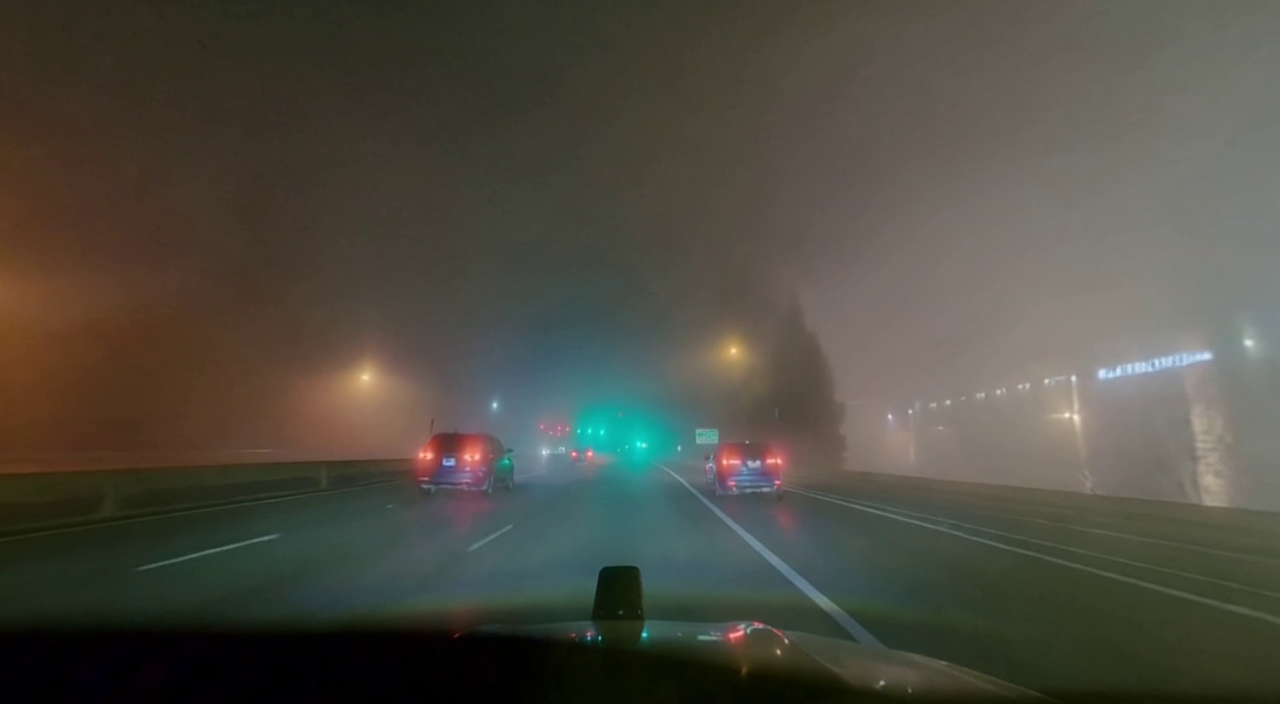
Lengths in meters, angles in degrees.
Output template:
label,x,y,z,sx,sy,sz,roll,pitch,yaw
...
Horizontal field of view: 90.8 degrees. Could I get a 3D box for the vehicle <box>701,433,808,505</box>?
label,x,y,z,sx,sy,sz,roll,pitch,yaw
vehicle,2.919,3.074,17.123,1.997,1.686,4.247,0,-8,-1

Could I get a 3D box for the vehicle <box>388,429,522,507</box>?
label,x,y,z,sx,sy,sz,roll,pitch,yaw
vehicle,-4.715,3.030,16.985,2.176,1.779,4.755,0,-8,0
